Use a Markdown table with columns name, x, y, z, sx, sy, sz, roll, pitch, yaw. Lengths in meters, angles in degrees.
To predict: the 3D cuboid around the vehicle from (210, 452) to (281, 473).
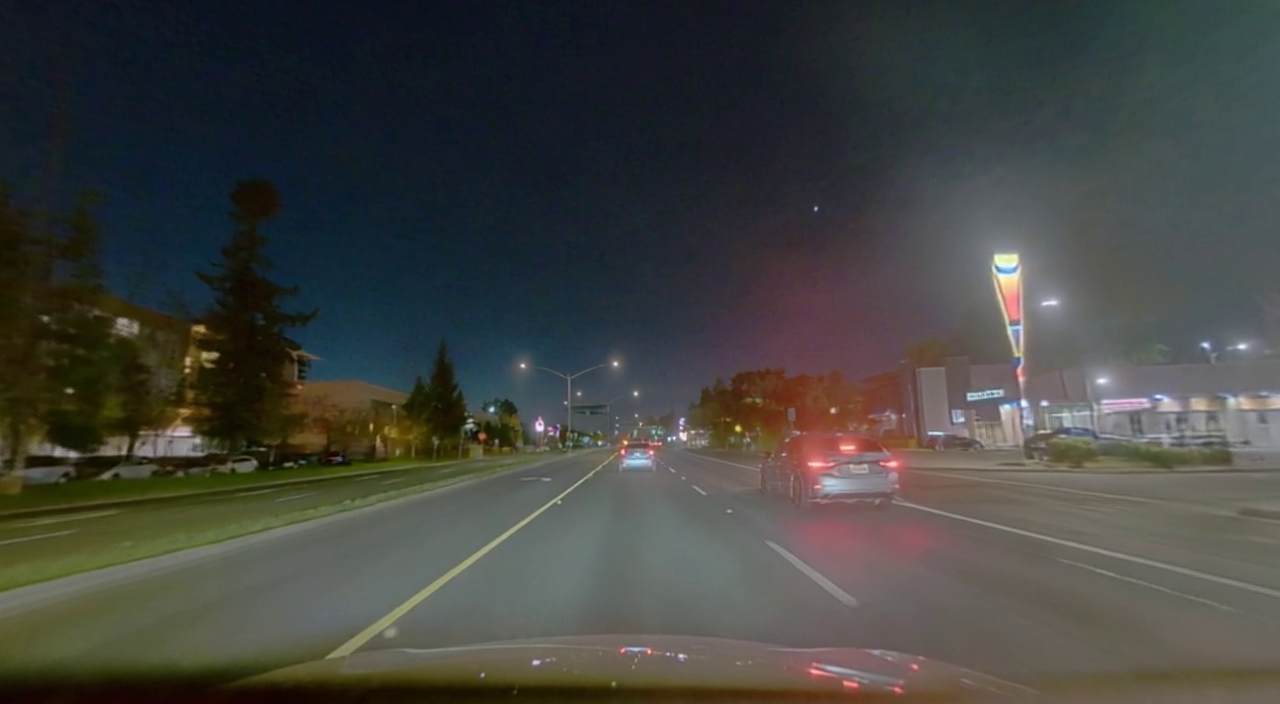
| name | x | y | z | sx | sy | sz | roll | pitch | yaw |
| --- | --- | --- | --- | --- | --- | --- | --- | --- | --- |
| vehicle | -29.813 | 8.328 | 47.639 | 4.155 | 1.486 | 1.706 | 0 | -8 | -2 |

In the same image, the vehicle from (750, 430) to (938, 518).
| name | x | y | z | sx | sy | sz | roll | pitch | yaw |
| --- | --- | --- | --- | --- | --- | --- | --- | --- | --- |
| vehicle | 3.836 | 2.400 | 12.949 | 2.153 | 1.456 | 4.705 | 0 | -9 | -2 |

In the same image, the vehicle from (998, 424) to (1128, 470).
| name | x | y | z | sx | sy | sz | roll | pitch | yaw |
| --- | --- | --- | --- | --- | --- | --- | --- | --- | --- |
| vehicle | 20.495 | 4.622 | 30.643 | 4.697 | 1.832 | 2.092 | -4 | -9 | -1 |

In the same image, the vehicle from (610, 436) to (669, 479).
| name | x | y | z | sx | sy | sz | roll | pitch | yaw |
| --- | --- | --- | --- | --- | --- | --- | --- | --- | --- |
| vehicle | -0.057 | 3.826 | 23.039 | 1.998 | 1.452 | 3.773 | 0 | -8 | -1 |

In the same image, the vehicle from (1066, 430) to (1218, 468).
| name | x | y | z | sx | sy | sz | roll | pitch | yaw |
| --- | --- | --- | --- | --- | --- | --- | --- | --- | --- |
| vehicle | 21.669 | 4.217 | 27.318 | 4.763 | 1.544 | 2.047 | 0 | -9 | 2 |

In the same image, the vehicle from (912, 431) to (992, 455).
| name | x | y | z | sx | sy | sz | roll | pitch | yaw |
| --- | --- | --- | --- | --- | --- | --- | --- | --- | --- |
| vehicle | 20.546 | 6.011 | 41.527 | 4.296 | 1.496 | 1.891 | 1 | -9 | -8 |
